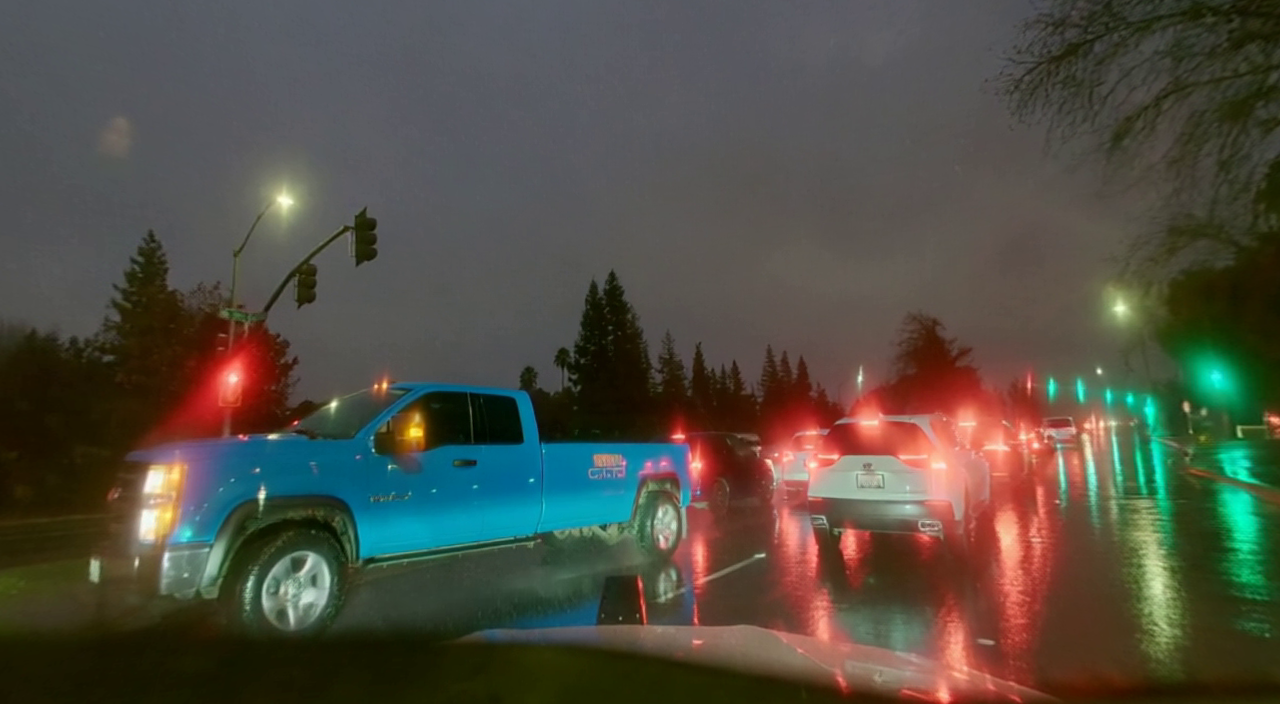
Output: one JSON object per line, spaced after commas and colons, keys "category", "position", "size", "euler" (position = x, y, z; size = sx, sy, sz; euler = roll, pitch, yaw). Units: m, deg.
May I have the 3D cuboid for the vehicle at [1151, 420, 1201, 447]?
{"category": "vehicle", "position": [35.766, 5.480, 42.194], "size": [2.183, 1.714, 4.491], "euler": [-7, -11, 37]}

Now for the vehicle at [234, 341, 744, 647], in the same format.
{"category": "vehicle", "position": [-0.877, 1.400, 7.465], "size": [2.272, 2.016, 6.146], "euler": [-5, -10, 27]}

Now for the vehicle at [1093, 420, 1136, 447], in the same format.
{"category": "vehicle", "position": [32.800, 5.678, 43.722], "size": [2.160, 1.790, 4.303], "euler": [-6, -10, 35]}

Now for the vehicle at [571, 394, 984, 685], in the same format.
{"category": "vehicle", "position": [1.720, 1.376, 5.988], "size": [2.027, 1.549, 4.801], "euler": [-6, -10, 35]}

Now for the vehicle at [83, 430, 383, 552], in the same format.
{"category": "vehicle", "position": [-8.304, 2.768, 13.438], "size": [2.174, 2.057, 4.738], "euler": [-6, -10, 33]}
